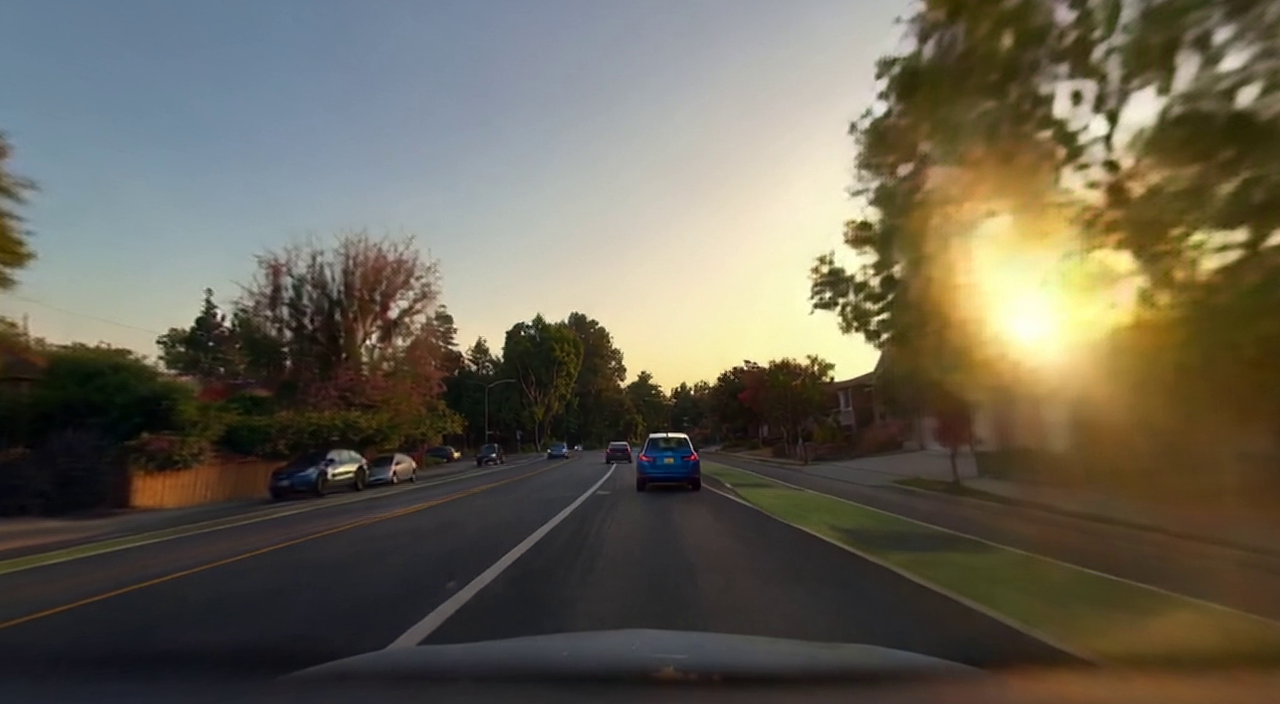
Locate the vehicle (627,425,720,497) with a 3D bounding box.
[{"bbox_3d":[0.795,3.054,18.112,2.200,1.763,4.676,0,-8,-3],"label":"vehicle"}]

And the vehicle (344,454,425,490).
[{"bbox_3d":[-11.870,5.584,29.672,1.831,1.464,4.520,0,-8,1],"label":"vehicle"}]

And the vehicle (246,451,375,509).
[{"bbox_3d":[-12.173,4.687,23.792,2.150,1.644,5.120,-8,-9,-2],"label":"vehicle"}]

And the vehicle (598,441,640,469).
[{"bbox_3d":[-1.209,5.624,34.636,2.196,1.449,4.006,0,-8,-4],"label":"vehicle"}]
